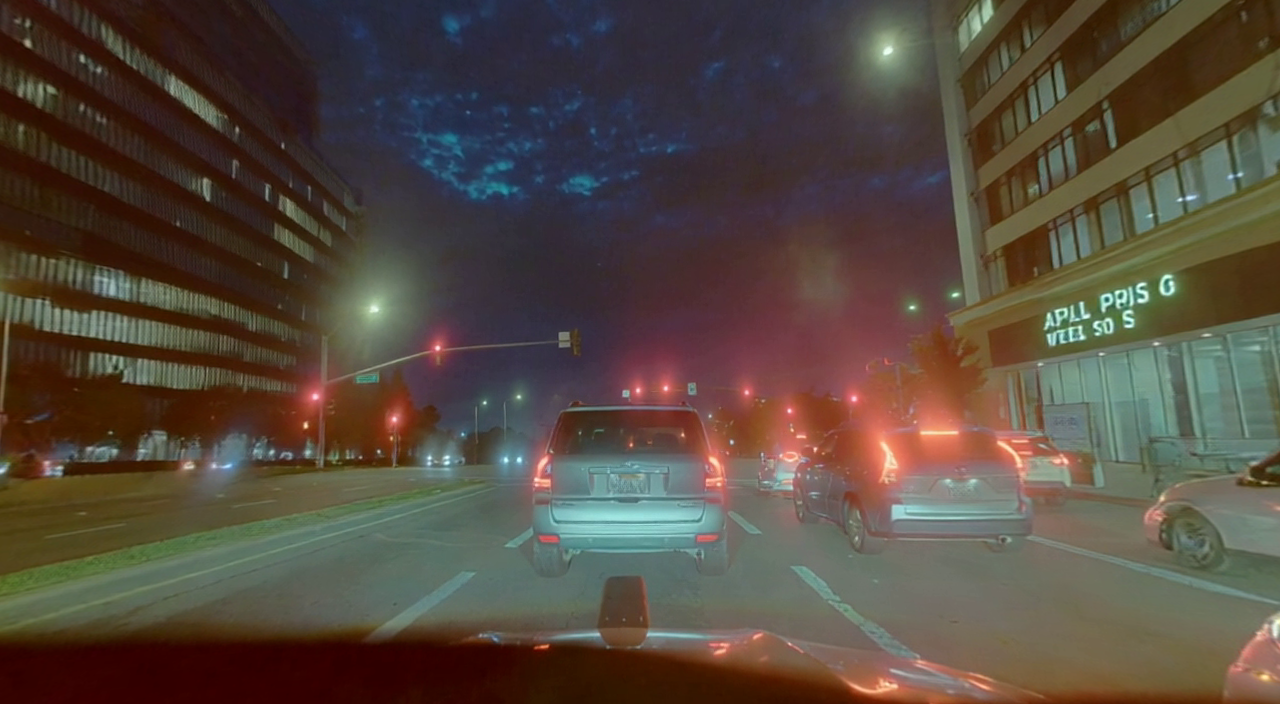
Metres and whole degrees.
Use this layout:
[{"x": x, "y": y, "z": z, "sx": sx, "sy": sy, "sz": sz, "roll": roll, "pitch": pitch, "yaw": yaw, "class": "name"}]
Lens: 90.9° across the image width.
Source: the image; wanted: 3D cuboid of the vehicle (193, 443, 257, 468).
[{"x": -27.456, "y": 6.868, "z": 41.846, "sx": 1.693, "sy": 1.563, "sz": 3.716, "roll": 0, "pitch": -8, "yaw": 0, "class": "vehicle"}]

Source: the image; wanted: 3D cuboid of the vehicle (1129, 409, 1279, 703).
[{"x": 3.366, "y": 0.730, "z": 0.806, "sx": 1.884, "sy": 1.484, "sz": 4.609, "roll": 0, "pitch": -8, "yaw": 2, "class": "vehicle"}]

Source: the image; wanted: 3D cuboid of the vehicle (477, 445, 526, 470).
[{"x": -10.787, "y": 8.258, "z": 49.481, "sx": 2.224, "sy": 1.840, "sz": 5.290, "roll": -1, "pitch": -8, "yaw": 5, "class": "vehicle"}]

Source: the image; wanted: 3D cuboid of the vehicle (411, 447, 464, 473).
[{"x": -14.458, "y": 7.679, "z": 45.300, "sx": 2.102, "sy": 1.737, "sz": 4.570, "roll": 0, "pitch": -8, "yaw": 3, "class": "vehicle"}]

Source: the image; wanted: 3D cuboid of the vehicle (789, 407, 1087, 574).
[{"x": 3.616, "y": 1.759, "z": 8.789, "sx": 2.036, "sy": 1.719, "sz": 4.318, "roll": 0, "pitch": -8, "yaw": 0, "class": "vehicle"}]

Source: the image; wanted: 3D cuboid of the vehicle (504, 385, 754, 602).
[{"x": -0.006, "y": 1.534, "z": 7.679, "sx": 2.154, "sy": 1.861, "sz": 4.280, "roll": 0, "pitch": -8, "yaw": 3, "class": "vehicle"}]
